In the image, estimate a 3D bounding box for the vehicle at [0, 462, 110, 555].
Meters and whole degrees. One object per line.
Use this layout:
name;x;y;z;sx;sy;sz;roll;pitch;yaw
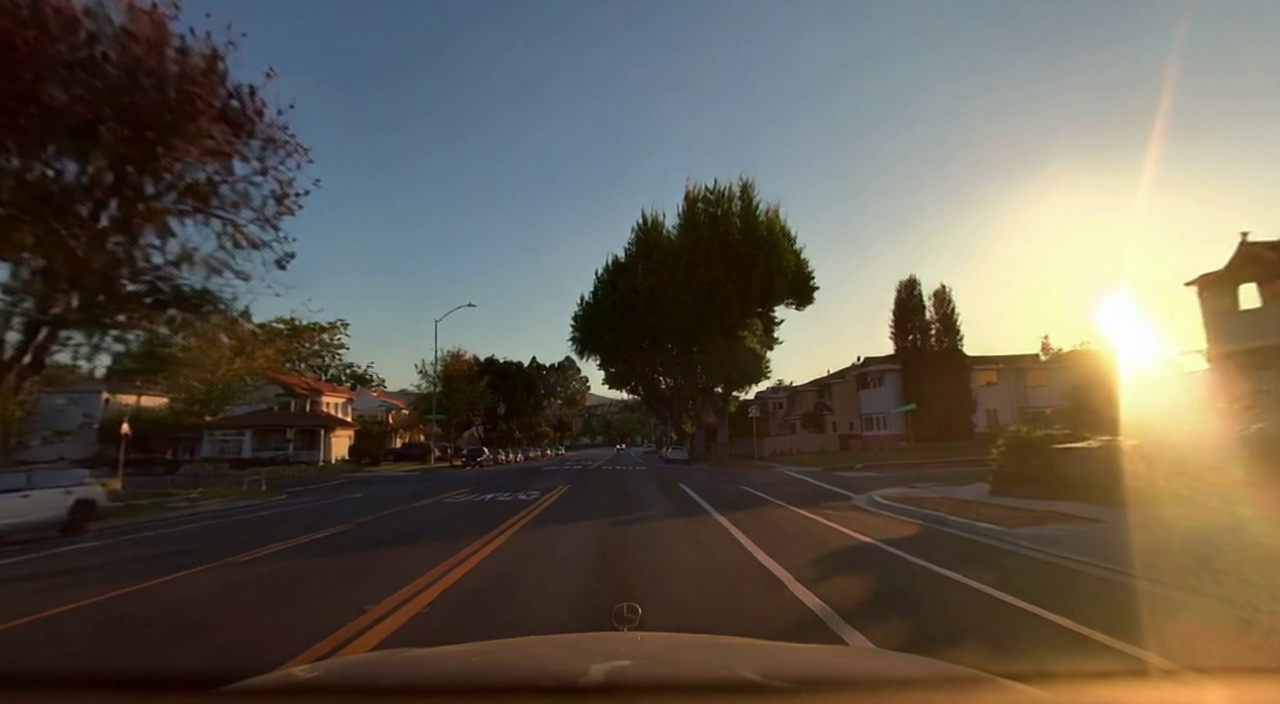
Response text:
vehicle;-11.558;2.656;10.511;1.870;1.451;4.140;-1;-8;0

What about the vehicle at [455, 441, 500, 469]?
vehicle;-12.548;7.999;49.269;2.199;1.988;5.454;0;-9;-2
